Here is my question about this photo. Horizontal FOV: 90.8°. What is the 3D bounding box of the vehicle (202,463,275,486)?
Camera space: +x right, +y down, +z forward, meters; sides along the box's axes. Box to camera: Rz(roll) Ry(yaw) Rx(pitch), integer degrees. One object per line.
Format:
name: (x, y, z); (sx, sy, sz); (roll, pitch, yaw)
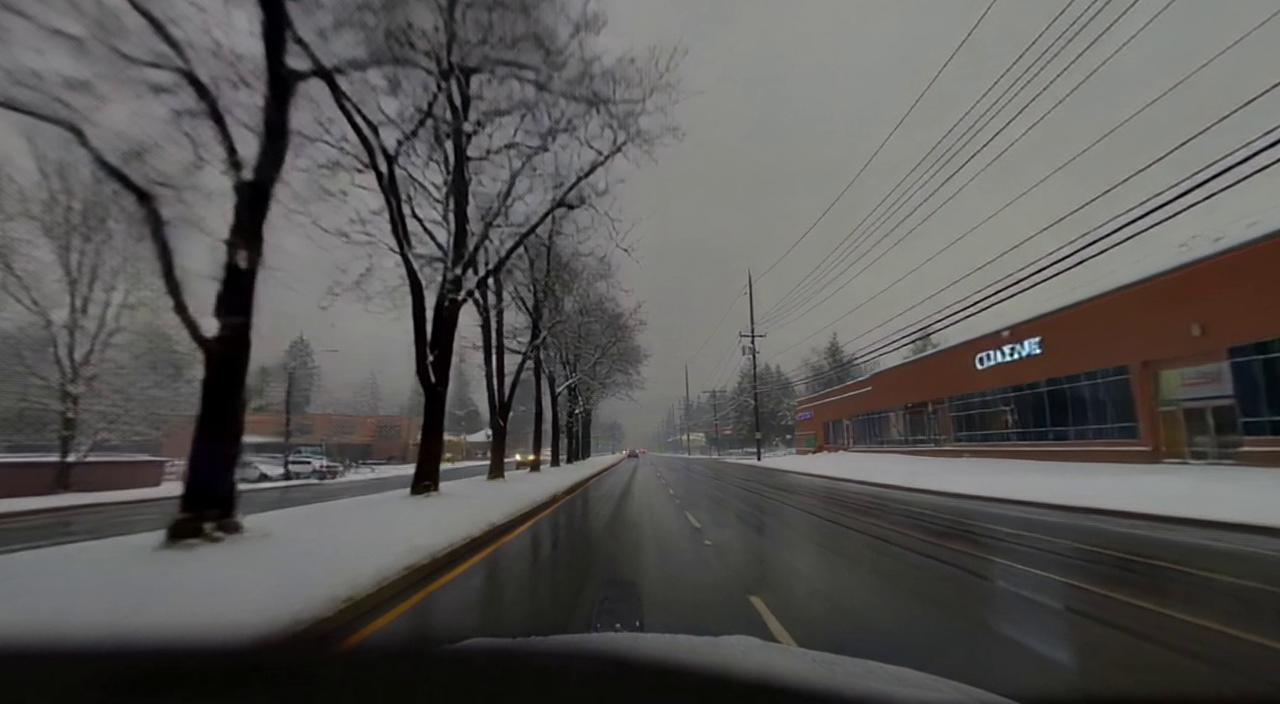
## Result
vehicle: (-30.465, 9.288, 48.039); (4.377, 1.520, 1.843); (-3, -9, 3)
